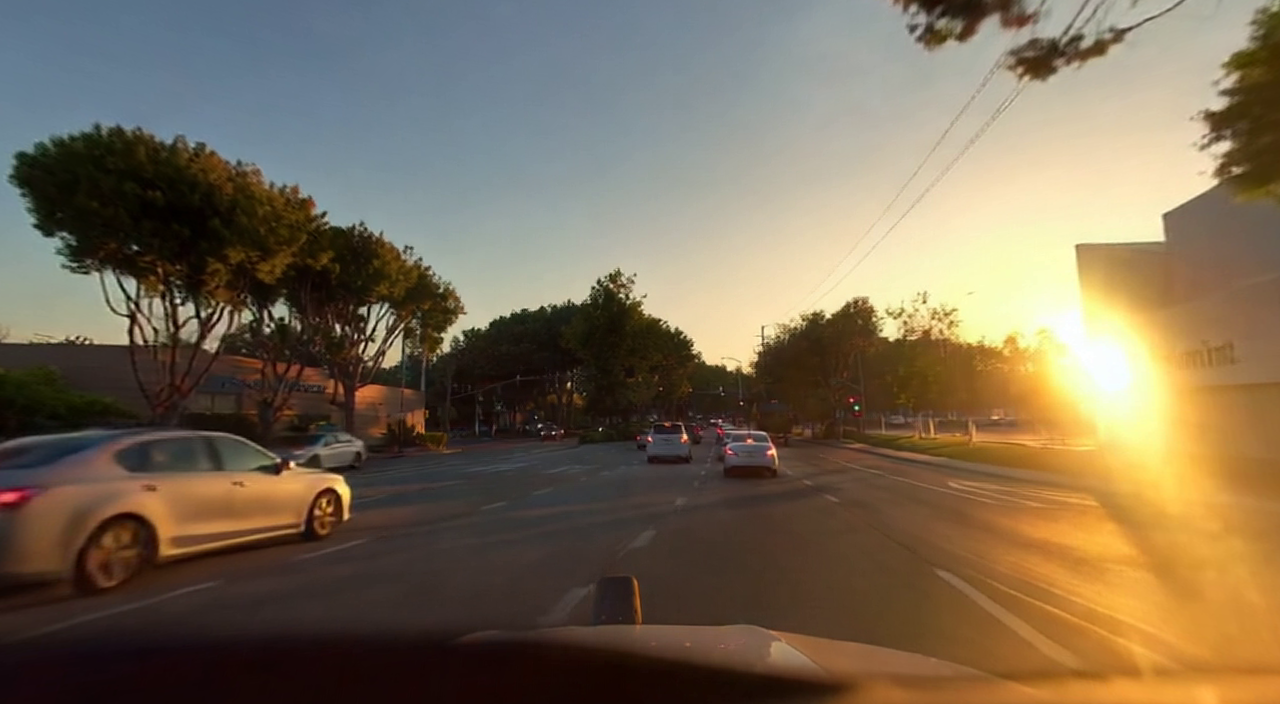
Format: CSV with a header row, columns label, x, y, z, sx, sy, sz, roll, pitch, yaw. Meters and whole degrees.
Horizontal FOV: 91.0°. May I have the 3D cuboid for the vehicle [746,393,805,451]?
label,x,y,z,sx,sy,sz,roll,pitch,yaw
vehicle,9.798,5.342,46.521,2.965,3.900,9.064,-1,-9,4

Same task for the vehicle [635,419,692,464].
label,x,y,z,sx,sy,sz,roll,pitch,yaw
vehicle,1.175,4.207,29.458,2.188,1.892,4.488,-1,-9,8

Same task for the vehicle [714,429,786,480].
label,x,y,z,sx,sy,sz,roll,pitch,yaw
vehicle,3.666,3.434,21.281,2.109,1.500,4.585,-1,-9,9

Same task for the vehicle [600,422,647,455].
label,x,y,z,sx,sy,sz,roll,pitch,yaw
vehicle,-0.874,5.174,37.499,2.078,1.787,5.006,-1,-9,7

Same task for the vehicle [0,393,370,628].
label,x,y,z,sx,sy,sz,roll,pitch,yaw
vehicle,-4.841,1.347,6.232,2.010,1.515,4.152,-1,-9,9
